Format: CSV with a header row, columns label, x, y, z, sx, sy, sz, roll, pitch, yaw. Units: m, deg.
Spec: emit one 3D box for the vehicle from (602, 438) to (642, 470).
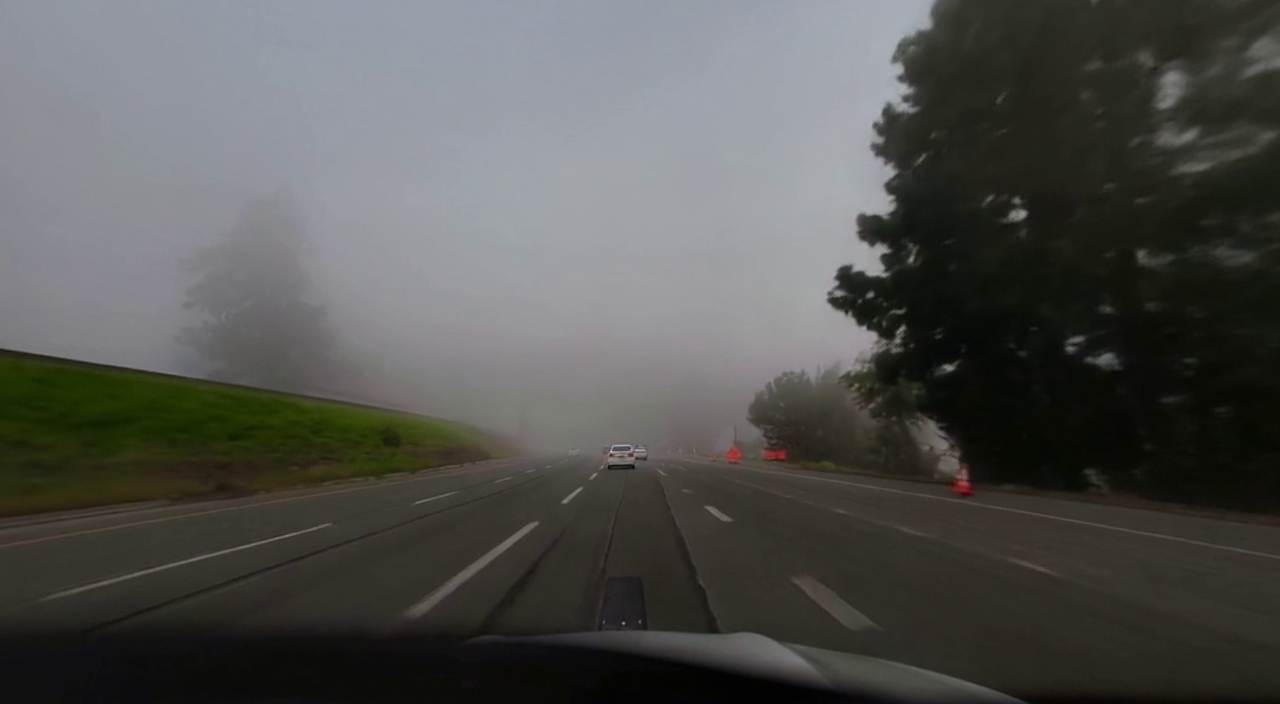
label,x,y,z,sx,sy,sz,roll,pitch,yaw
vehicle,-1.137,6.132,38.268,2.328,1.805,4.502,0,-8,-3
